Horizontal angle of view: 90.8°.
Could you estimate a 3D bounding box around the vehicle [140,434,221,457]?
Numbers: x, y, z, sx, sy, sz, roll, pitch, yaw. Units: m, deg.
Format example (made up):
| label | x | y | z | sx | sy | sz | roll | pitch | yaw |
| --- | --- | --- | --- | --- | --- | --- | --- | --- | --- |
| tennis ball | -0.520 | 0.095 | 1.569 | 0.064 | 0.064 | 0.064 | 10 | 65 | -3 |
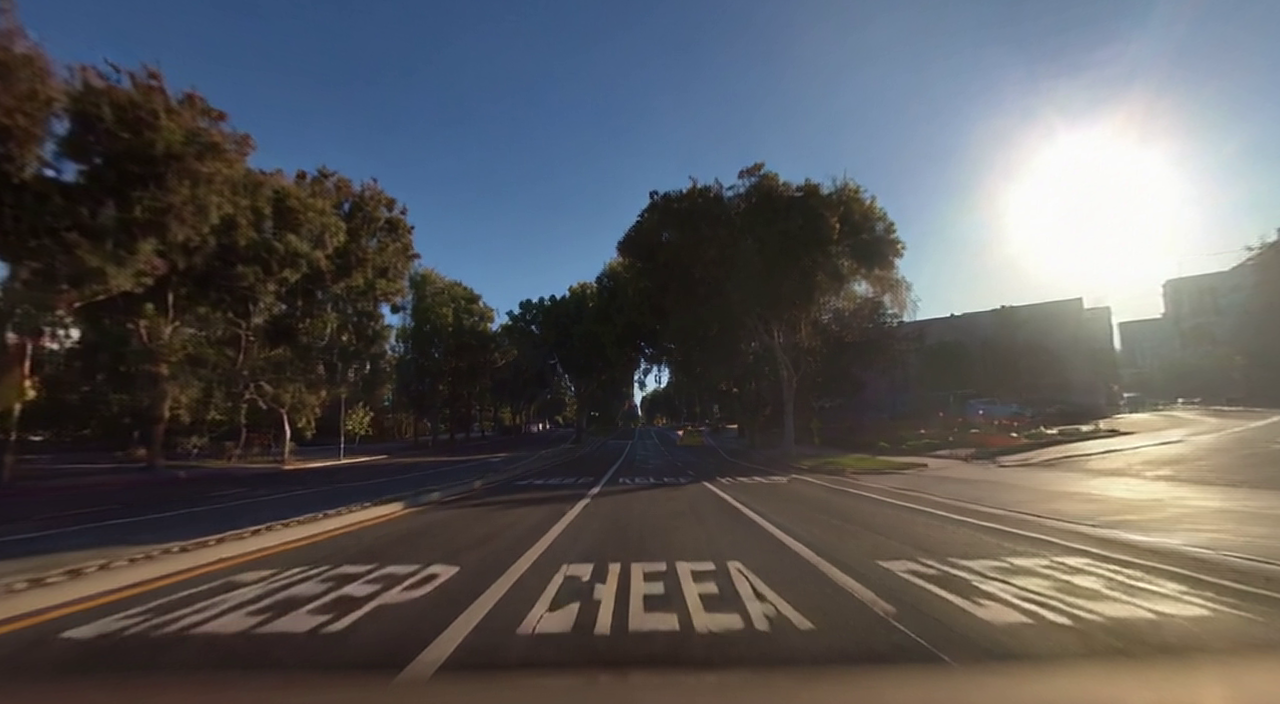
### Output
| label | x | y | z | sx | sy | sz | roll | pitch | yaw |
| --- | --- | --- | --- | --- | --- | --- | --- | --- | --- |
| vehicle | -33.584 | 6.847 | 46.212 | 4.322 | 1.564 | 2.204 | -1 | -10 | 9 |
